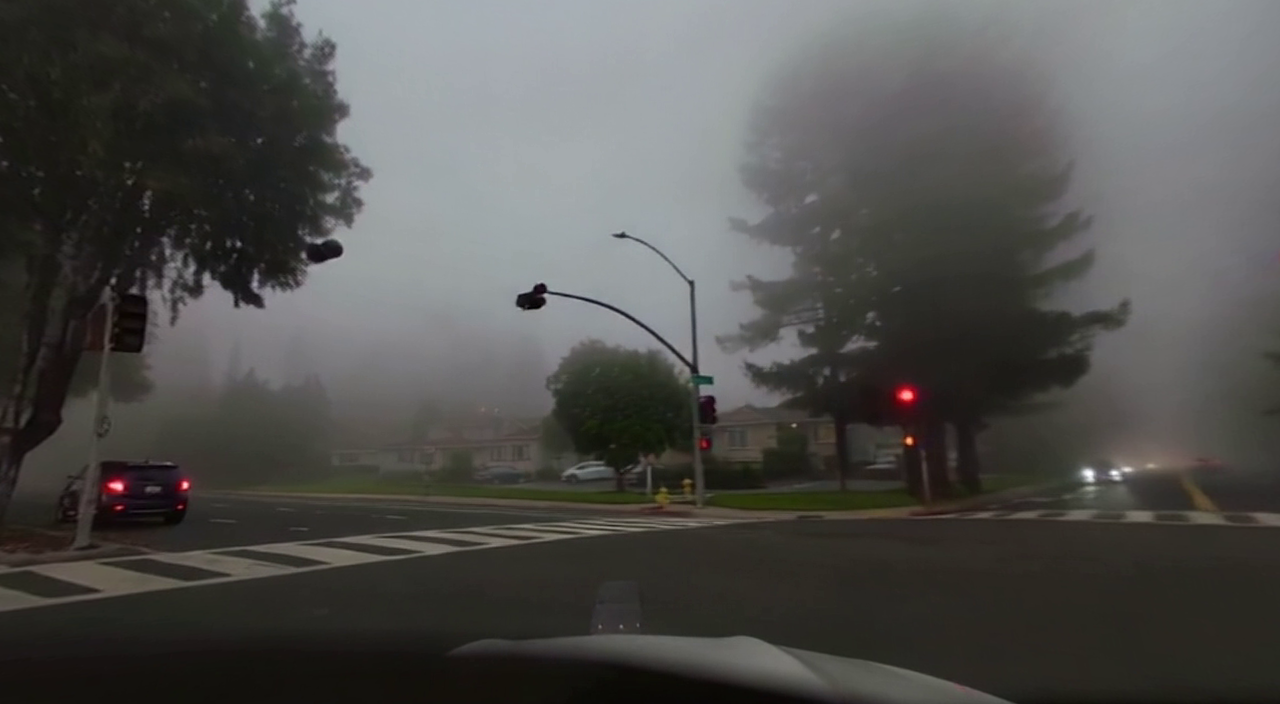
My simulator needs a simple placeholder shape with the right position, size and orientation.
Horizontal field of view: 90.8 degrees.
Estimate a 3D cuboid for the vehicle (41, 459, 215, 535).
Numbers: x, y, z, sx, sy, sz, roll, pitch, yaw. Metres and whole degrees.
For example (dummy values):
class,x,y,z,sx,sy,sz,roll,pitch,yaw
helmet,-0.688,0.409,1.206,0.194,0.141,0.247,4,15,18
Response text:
class,x,y,z,sx,sy,sz,roll,pitch,yaw
vehicle,-13.204,3.605,16.254,4.247,1.591,2.093,-5,-10,32
